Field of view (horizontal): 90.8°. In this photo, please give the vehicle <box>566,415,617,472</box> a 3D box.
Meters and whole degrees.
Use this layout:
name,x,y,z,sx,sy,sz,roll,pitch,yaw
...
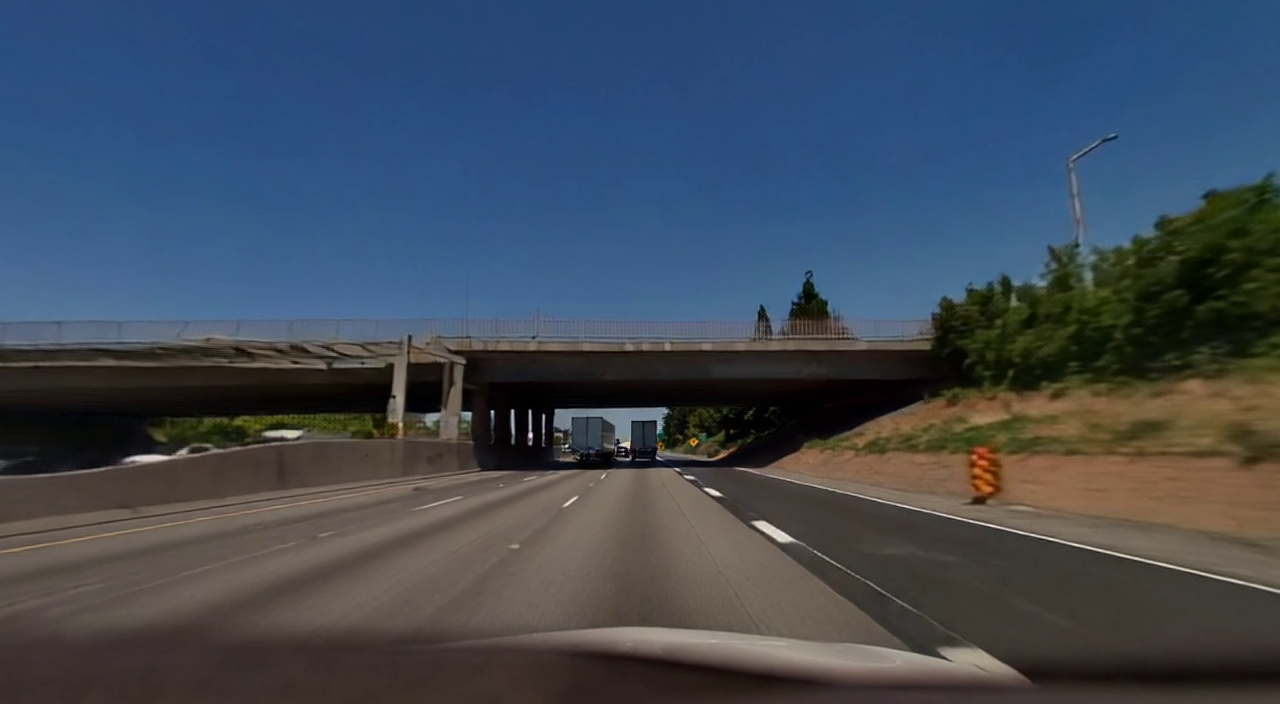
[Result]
name,x,y,z,sx,sy,sz,roll,pitch,yaw
vehicle,-2.971,5.891,40.397,2.696,3.266,7.062,0,-9,0
